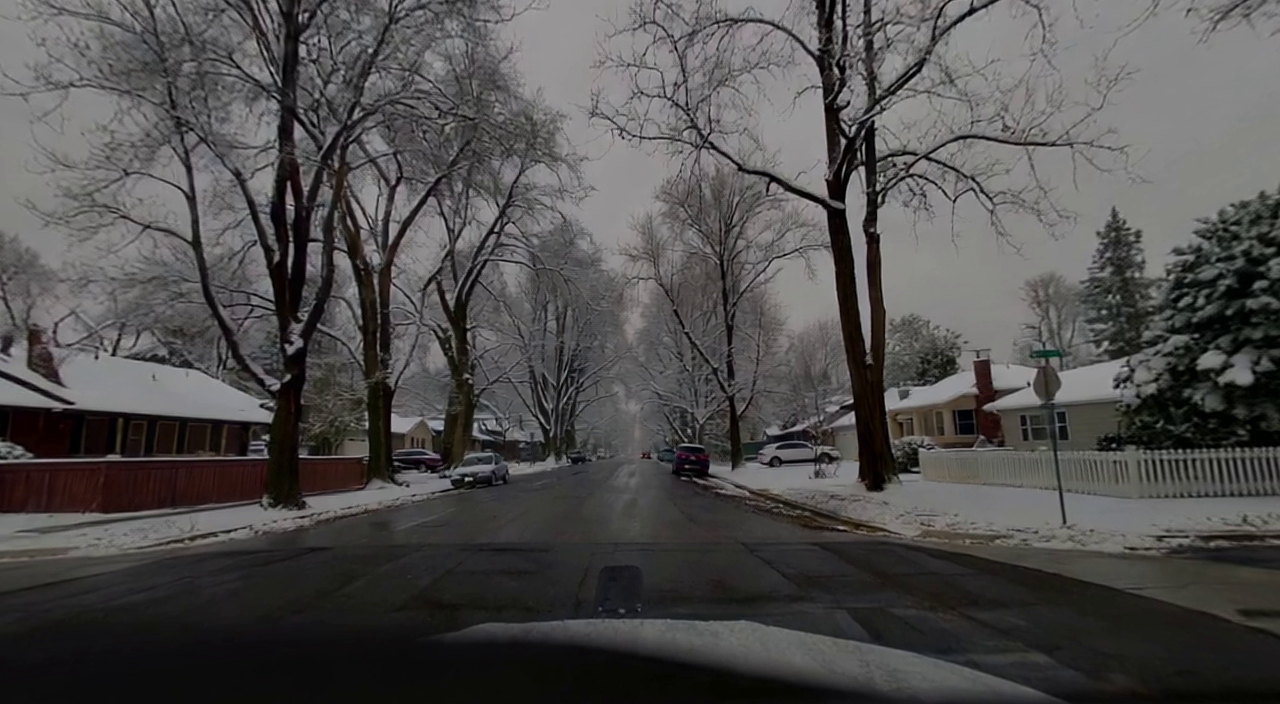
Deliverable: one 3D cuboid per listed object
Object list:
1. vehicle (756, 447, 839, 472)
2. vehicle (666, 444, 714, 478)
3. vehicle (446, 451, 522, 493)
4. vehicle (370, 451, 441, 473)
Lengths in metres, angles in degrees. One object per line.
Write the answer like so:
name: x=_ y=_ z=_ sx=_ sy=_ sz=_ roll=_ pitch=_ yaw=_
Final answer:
vehicle: x=10.203 y=7.010 z=41.204 sx=5.041 sy=1.486 sz=1.969 roll=-2 pitch=-9 yaw=9
vehicle: x=2.894 y=6.438 z=37.737 sx=2.241 sy=1.875 sz=5.059 roll=0 pitch=-8 yaw=-2
vehicle: x=-6.616 y=5.127 z=27.335 sx=2.099 sy=1.399 sz=4.357 roll=-4 pitch=-7 yaw=1
vehicle: x=-16.570 y=7.765 z=44.803 sx=4.276 sy=1.463 sz=1.832 roll=-1 pitch=-8 yaw=6
